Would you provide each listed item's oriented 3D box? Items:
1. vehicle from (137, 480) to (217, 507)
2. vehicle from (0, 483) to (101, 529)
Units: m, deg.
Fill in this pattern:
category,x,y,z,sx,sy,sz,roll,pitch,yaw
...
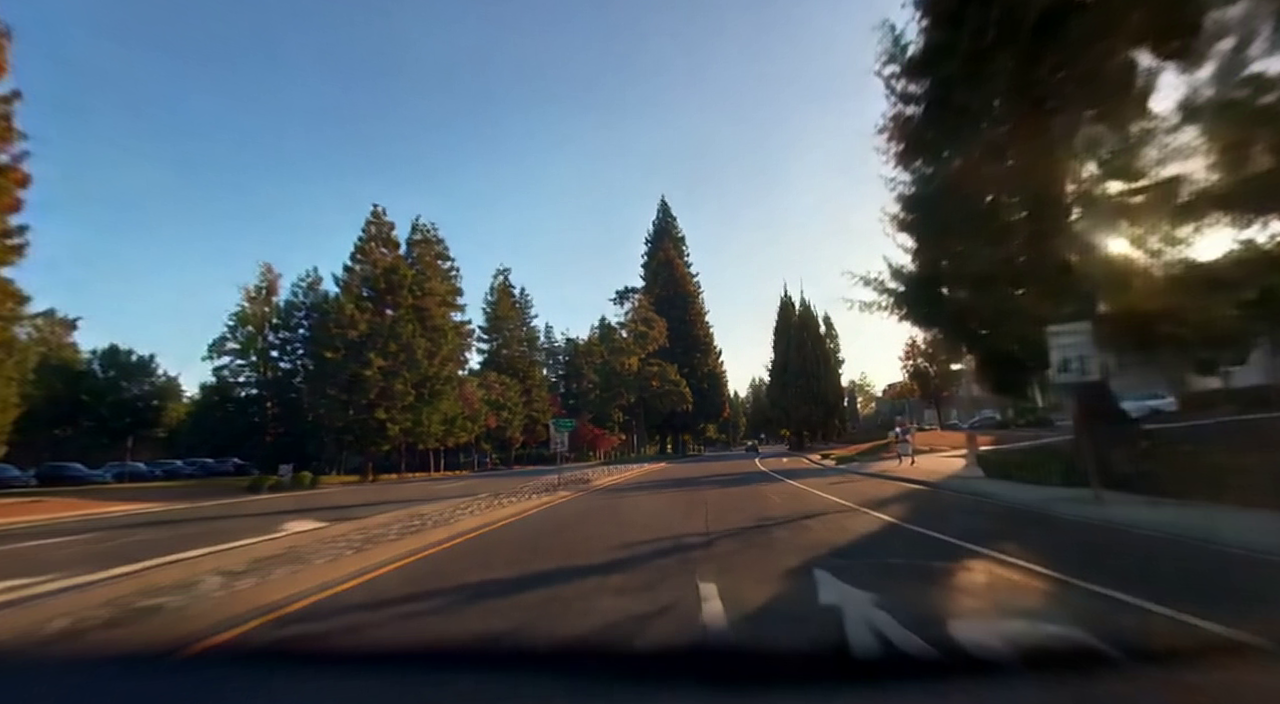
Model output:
category,x,y,z,sx,sy,sz,roll,pitch,yaw
vehicle,-32.504,9.938,44.553,1.842,1.584,4.567,-6,-11,7
vehicle,-26.168,6.667,27.160,1.911,1.583,4.279,-8,-10,9
